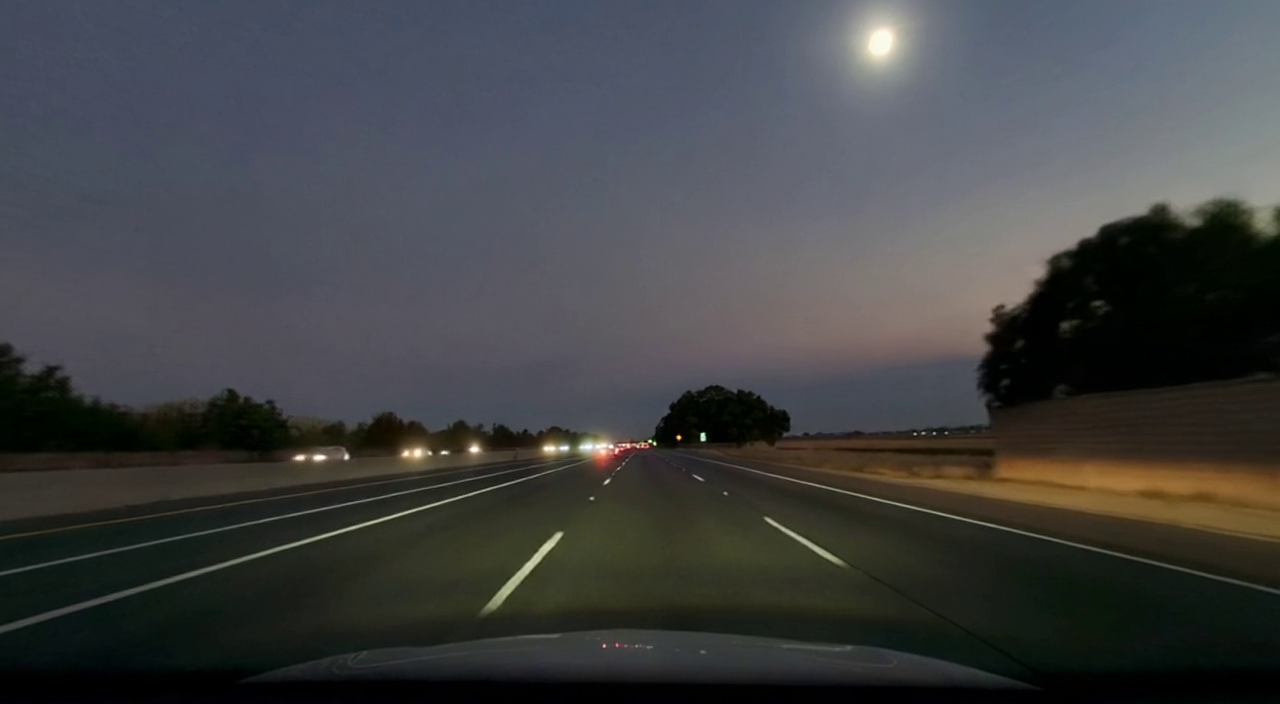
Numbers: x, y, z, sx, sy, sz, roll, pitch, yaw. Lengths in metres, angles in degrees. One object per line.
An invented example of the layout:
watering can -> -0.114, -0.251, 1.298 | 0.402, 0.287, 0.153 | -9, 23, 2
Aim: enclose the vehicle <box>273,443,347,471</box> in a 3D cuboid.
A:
vehicle -> -24.643, 7.840, 47.357 | 2.255, 1.945, 5.875 | 0, -9, 1
